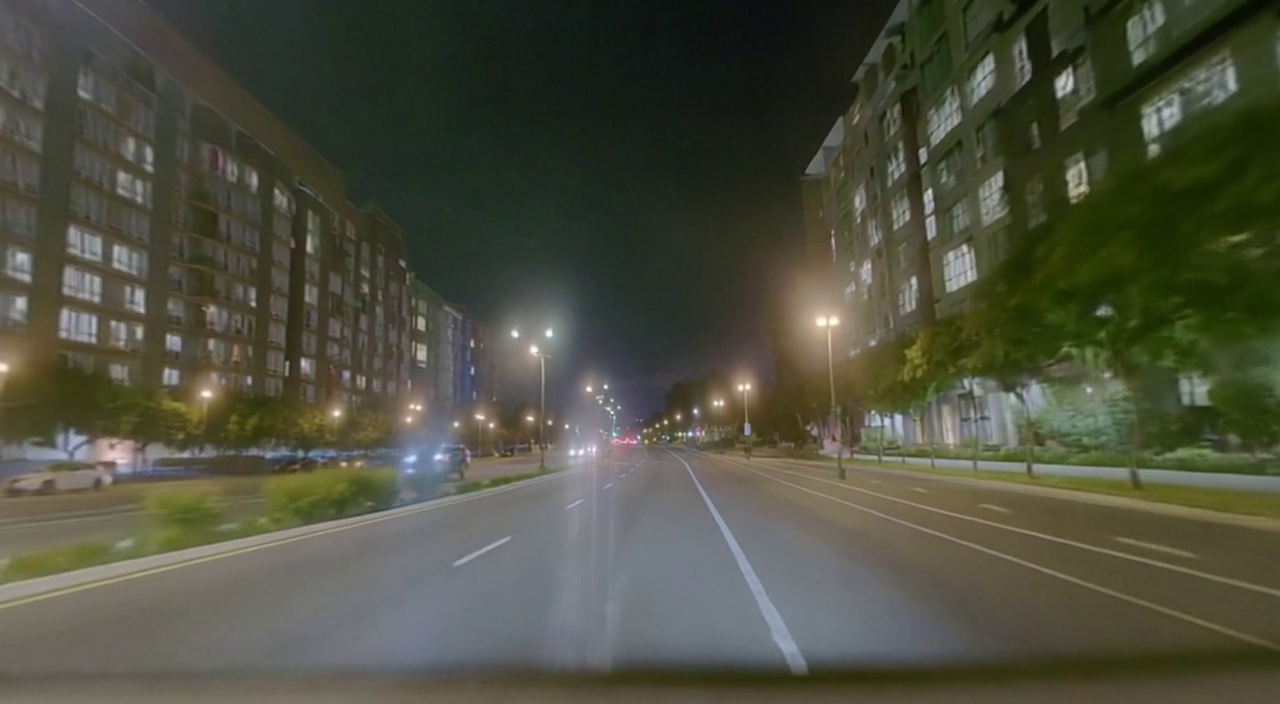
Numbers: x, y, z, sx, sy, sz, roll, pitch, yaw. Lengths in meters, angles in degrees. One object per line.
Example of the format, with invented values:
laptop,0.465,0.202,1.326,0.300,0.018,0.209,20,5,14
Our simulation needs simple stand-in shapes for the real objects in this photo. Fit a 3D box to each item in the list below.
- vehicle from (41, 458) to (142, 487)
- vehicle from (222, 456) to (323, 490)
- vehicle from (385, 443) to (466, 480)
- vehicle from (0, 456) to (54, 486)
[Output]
vehicle,-34.480,7.579,39.691,4.463,1.688,2.078,0,-8,2
vehicle,-18.195,5.979,31.493,1.918,1.498,4.741,-1,-8,4
vehicle,-12.513,6.407,37.282,2.237,1.957,5.836,-1,-8,6
vehicle,-40.537,7.551,40.036,4.668,1.773,1.928,0,-8,2
